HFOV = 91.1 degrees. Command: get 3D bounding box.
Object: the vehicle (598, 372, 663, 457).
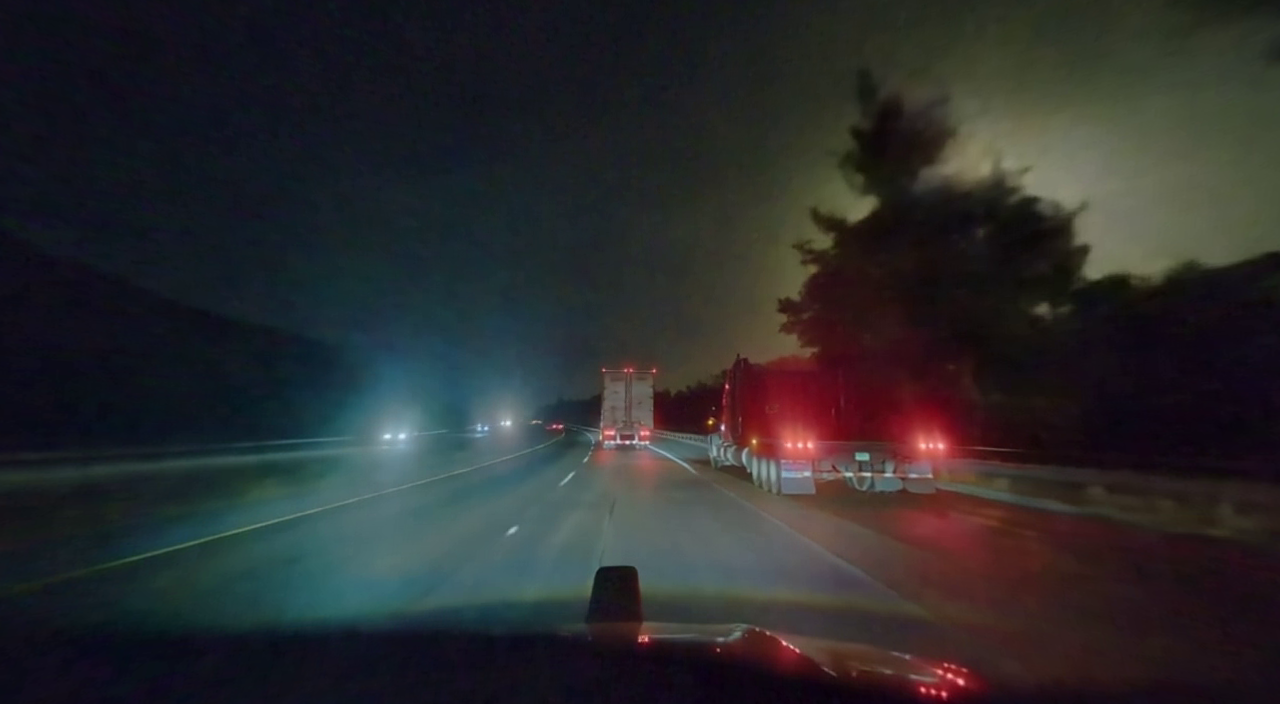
[{"bbox_3d":[-0.687,3.610,34.671,3.023,3.965,10.402,0,-8,-3],"label":"vehicle"}]
